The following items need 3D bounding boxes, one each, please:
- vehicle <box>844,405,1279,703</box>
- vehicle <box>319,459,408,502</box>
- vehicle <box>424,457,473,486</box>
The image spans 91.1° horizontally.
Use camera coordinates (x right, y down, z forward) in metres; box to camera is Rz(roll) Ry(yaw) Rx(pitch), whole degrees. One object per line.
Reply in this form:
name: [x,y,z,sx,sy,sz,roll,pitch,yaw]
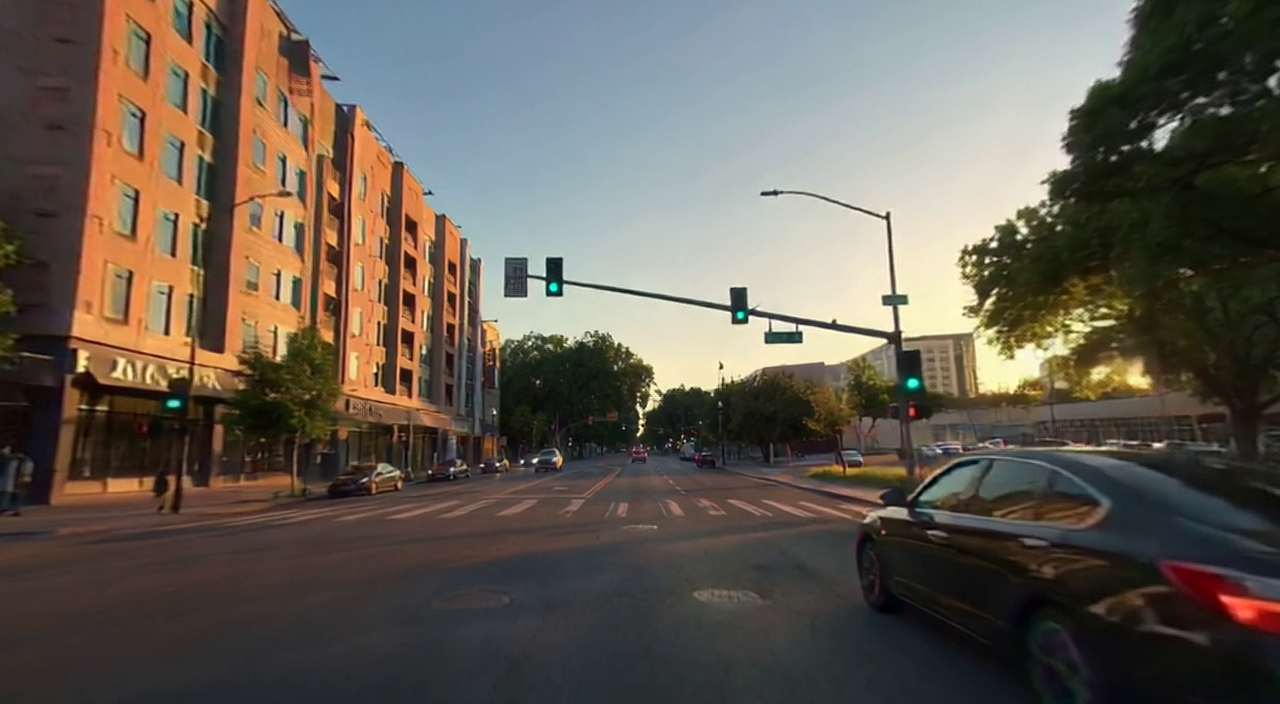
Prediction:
vehicle: [3.105,1.250,4.039,2.080,1.524,4.348,0,-9,-1]
vehicle: [-12.200,5.676,28.080,1.910,1.511,4.565,-1,-7,0]
vehicle: [-12.172,7.588,40.206,1.867,1.583,4.108,-1,-8,0]
